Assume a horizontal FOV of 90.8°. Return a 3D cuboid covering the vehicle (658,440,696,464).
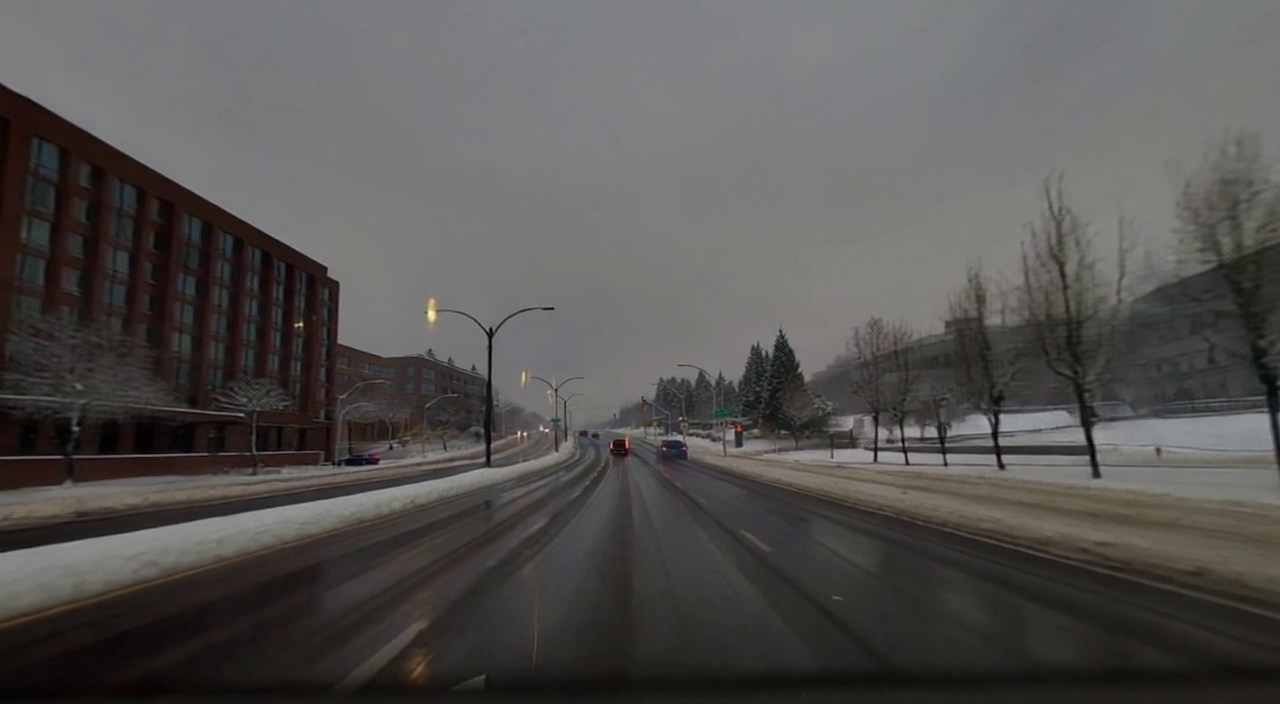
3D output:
[{"bbox_3d":[2.497,6.899,43.676,2.090,1.506,4.382,0,-8,-3],"label":"vehicle"}]
